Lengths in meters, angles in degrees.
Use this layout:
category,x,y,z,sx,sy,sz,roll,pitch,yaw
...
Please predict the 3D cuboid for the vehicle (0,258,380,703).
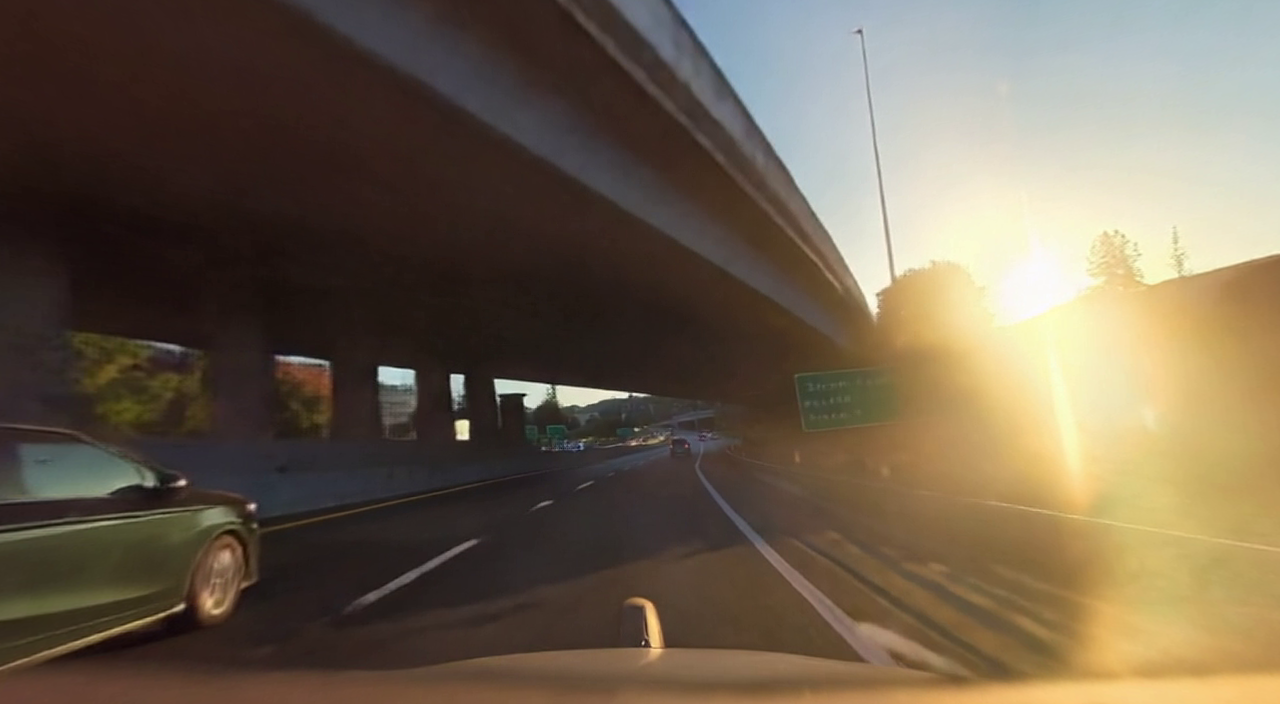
category,x,y,z,sx,sy,sz,roll,pitch,yaw
vehicle,-3.248,0.619,2.189,2.143,1.851,5.817,0,-9,1
